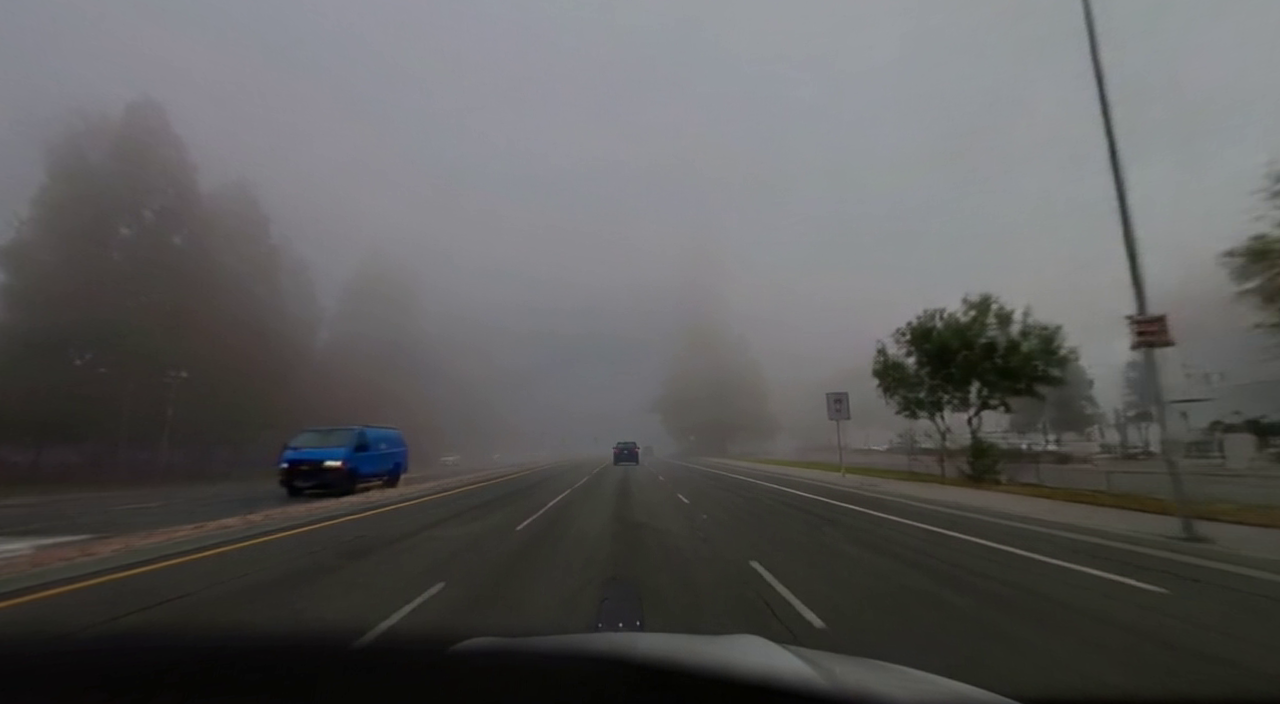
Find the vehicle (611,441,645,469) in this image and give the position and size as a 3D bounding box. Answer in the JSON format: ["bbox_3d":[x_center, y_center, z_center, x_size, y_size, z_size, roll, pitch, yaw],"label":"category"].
[{"bbox_3d":[-0.796,6.871,42.290,2.174,1.703,4.231,0,-9,0],"label":"vehicle"}]

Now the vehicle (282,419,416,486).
[{"bbox_3d":[-14.948,5.283,33.459,2.941,3.068,8.587,0,-9,1],"label":"vehicle"}]
